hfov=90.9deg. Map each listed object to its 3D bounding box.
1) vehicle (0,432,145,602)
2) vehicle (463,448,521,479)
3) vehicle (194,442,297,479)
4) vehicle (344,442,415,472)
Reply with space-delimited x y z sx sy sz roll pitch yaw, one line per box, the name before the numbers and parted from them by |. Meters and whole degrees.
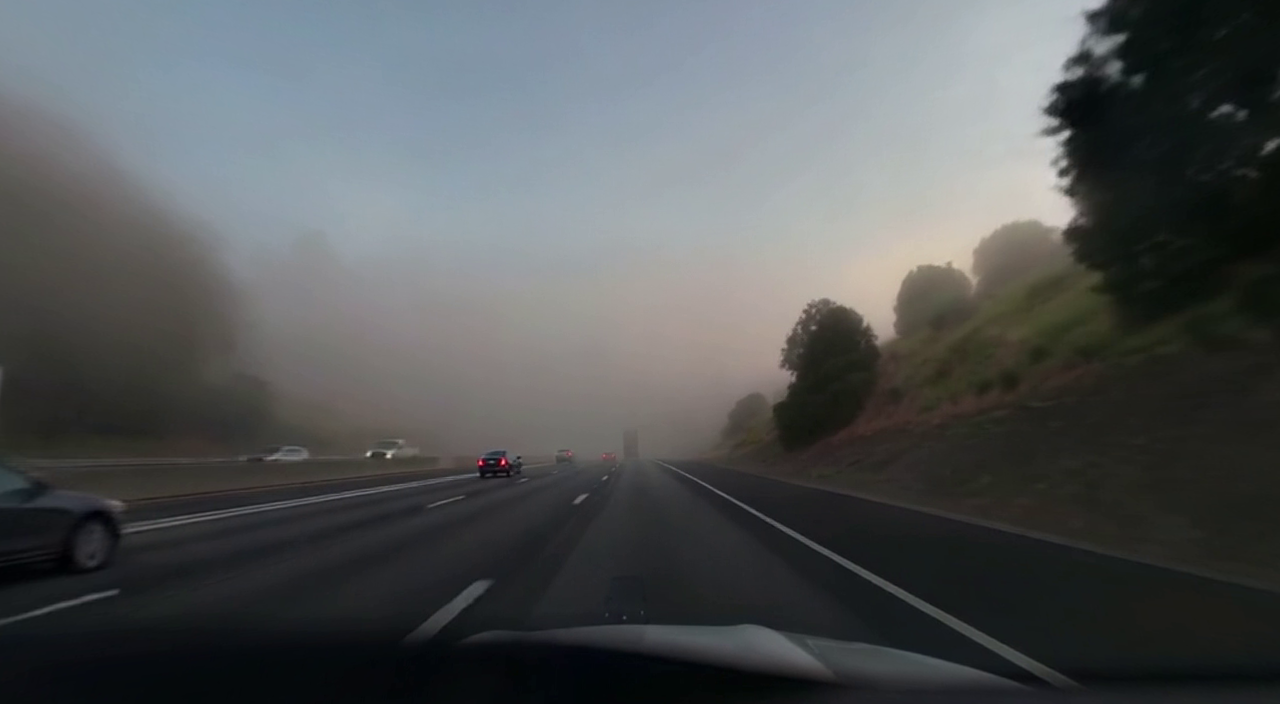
vehicle | -6.669 1.343 4.778 2.015 1.483 4.626 0 -9 1
vehicle | -7.507 5.695 32.417 1.966 1.476 4.240 0 -9 0
vehicle | -18.525 5.122 29.876 1.931 1.572 4.643 0 -9 -1
vehicle | -15.057 6.103 36.754 2.070 1.621 4.781 0 -9 0
